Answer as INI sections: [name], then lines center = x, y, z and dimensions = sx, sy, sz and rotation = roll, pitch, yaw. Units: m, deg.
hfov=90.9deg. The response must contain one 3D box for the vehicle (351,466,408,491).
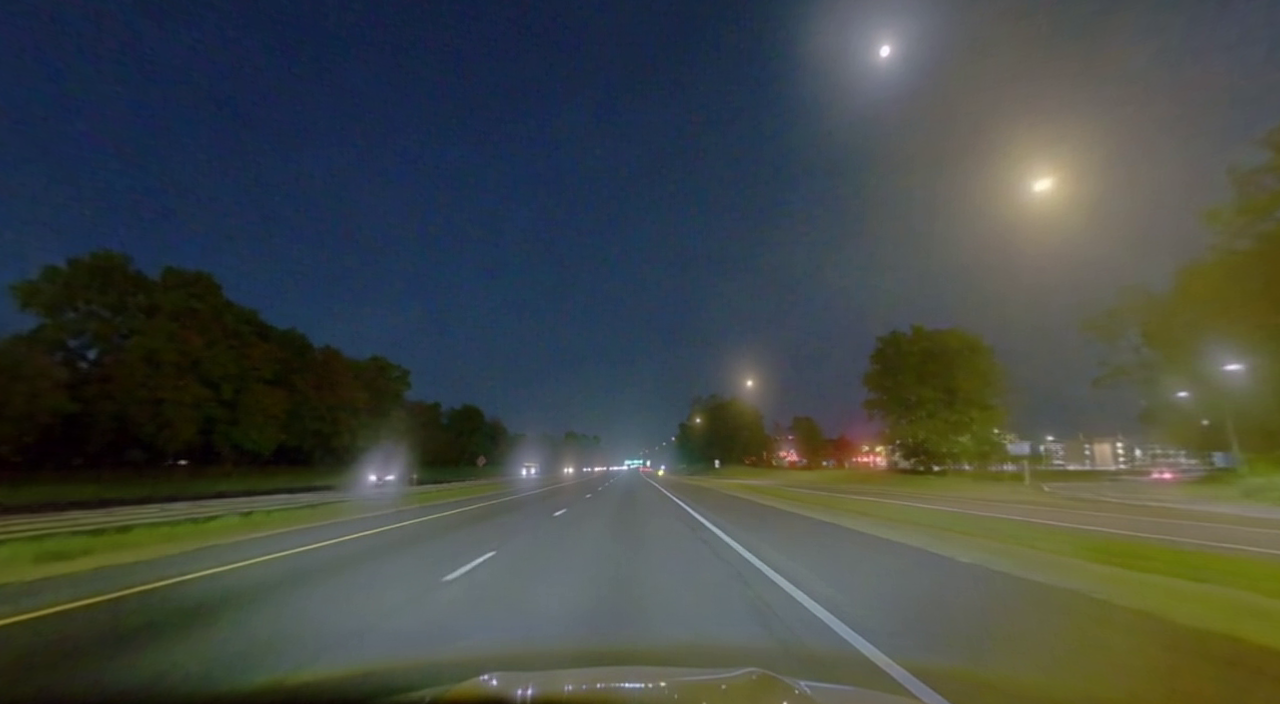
[vehicle]
center = -16.688, 8.137, 40.589
dimensions = 1.844, 1.472, 4.130
rotation = 1, -11, 0
